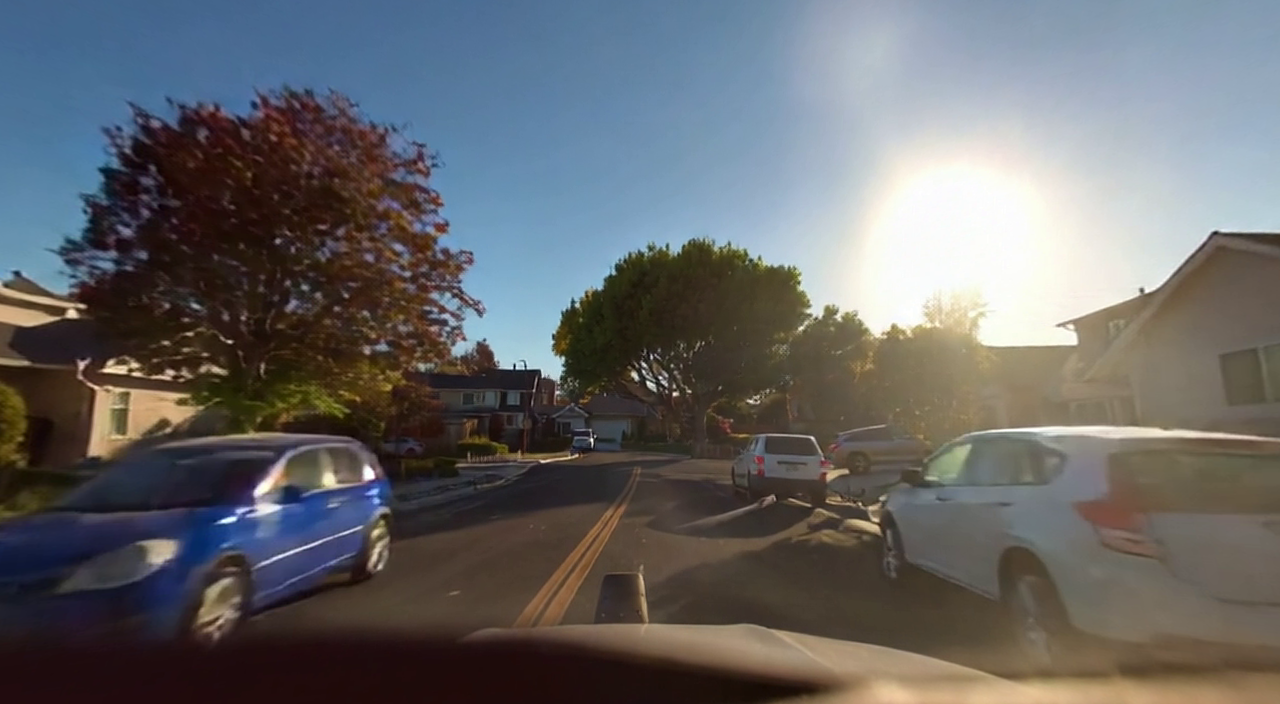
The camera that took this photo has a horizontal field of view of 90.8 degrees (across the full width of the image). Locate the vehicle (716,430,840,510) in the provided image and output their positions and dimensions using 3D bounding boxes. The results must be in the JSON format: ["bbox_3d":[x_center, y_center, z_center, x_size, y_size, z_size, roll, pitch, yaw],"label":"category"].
[{"bbox_3d":[3.248,2.927,16.151,2.074,1.646,5.457,1,-9,1],"label":"vehicle"}]

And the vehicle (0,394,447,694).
[{"bbox_3d":[-3.979,1.495,6.362,2.278,1.704,5.321,0,-8,1],"label":"vehicle"}]

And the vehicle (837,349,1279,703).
[{"bbox_3d":[3.026,1.122,4.505,1.822,1.668,4.147,0,-9,-1],"label":"vehicle"}]
